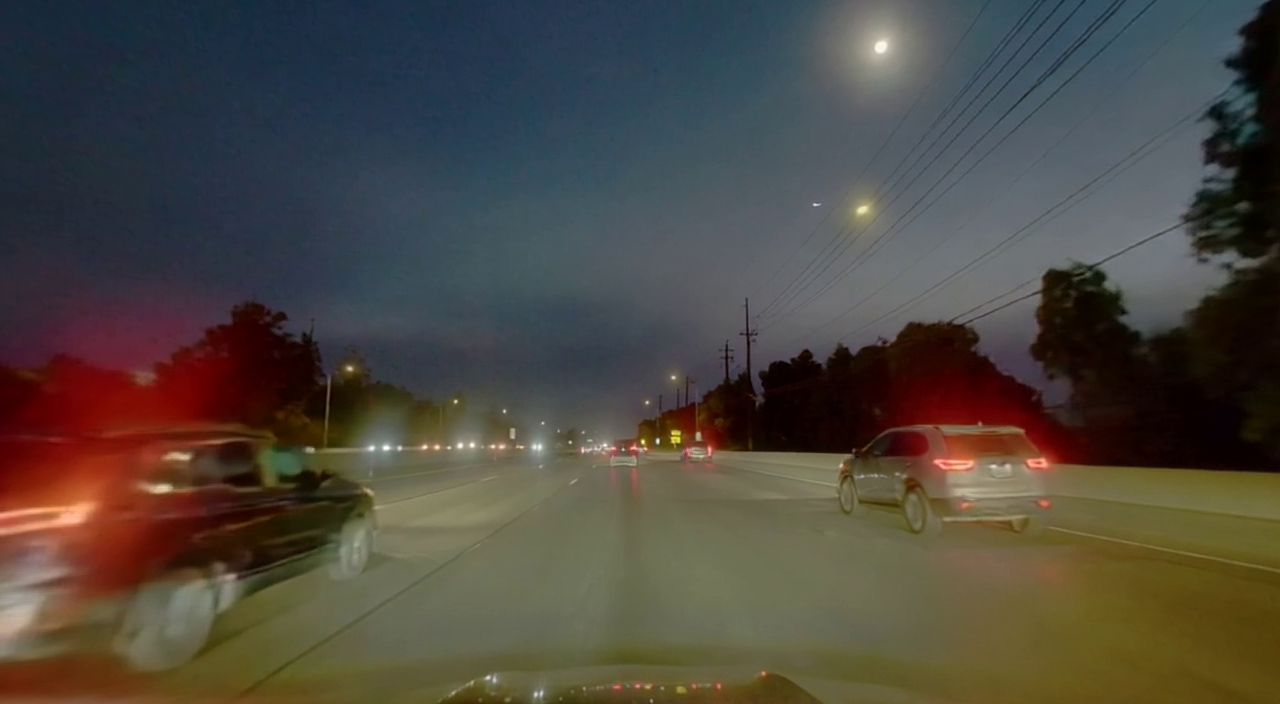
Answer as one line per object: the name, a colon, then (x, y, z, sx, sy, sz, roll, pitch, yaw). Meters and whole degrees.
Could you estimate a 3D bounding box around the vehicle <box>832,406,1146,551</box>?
vehicle: (4.946, 1.864, 10.029, 2.102, 1.723, 4.745, 0, -8, -3)

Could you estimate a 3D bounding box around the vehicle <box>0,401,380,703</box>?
vehicle: (-4.212, 1.301, 4.967, 2.091, 1.562, 5.220, 0, -8, 0)

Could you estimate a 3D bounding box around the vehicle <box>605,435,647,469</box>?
vehicle: (-0.824, 5.546, 35.165, 2.192, 1.769, 4.287, 0, -8, -2)

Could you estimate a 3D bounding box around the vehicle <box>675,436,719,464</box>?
vehicle: (3.600, 6.340, 40.985, 2.099, 1.720, 4.829, 0, -8, -4)
